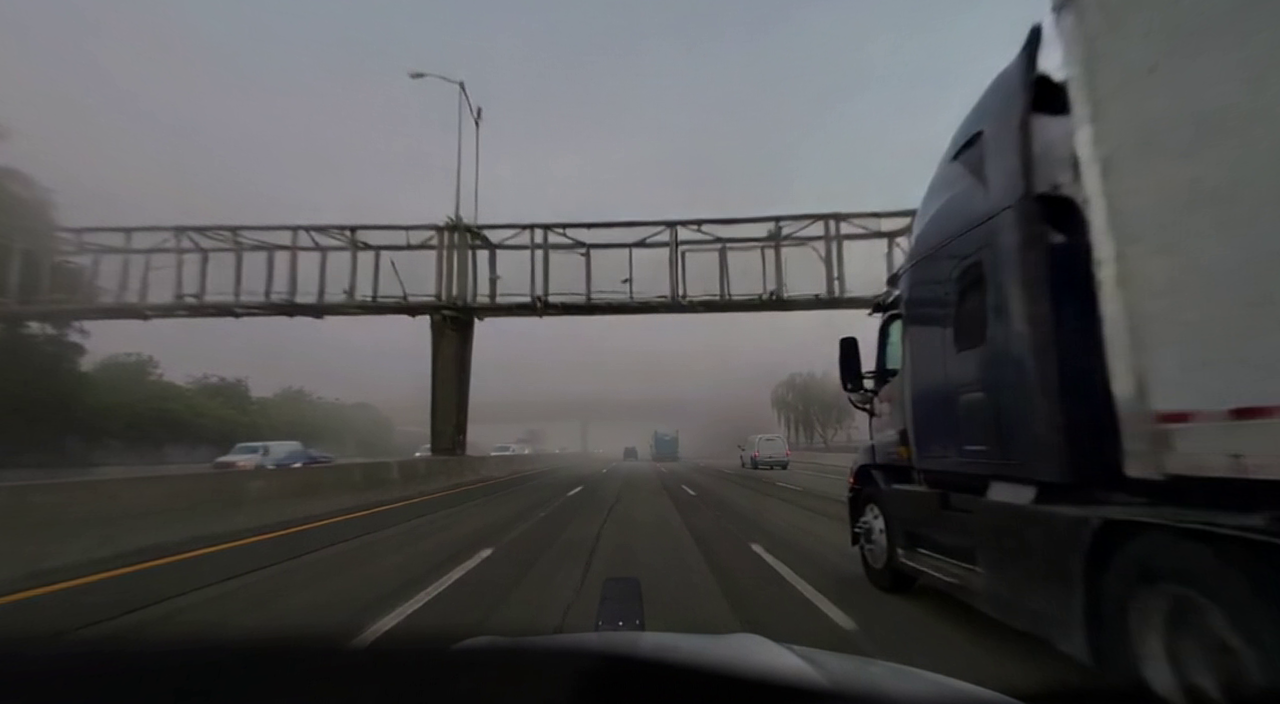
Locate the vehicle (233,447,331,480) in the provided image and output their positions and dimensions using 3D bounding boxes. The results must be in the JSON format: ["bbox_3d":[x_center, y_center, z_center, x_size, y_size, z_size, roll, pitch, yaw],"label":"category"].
[{"bbox_3d":[-18.176,5.674,32.442,2.085,1.544,4.950,0,-9,1],"label":"vehicle"}]

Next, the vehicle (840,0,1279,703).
[{"bbox_3d":[3.335,-0.348,1.700,3.210,4.239,7.307,0,-9,1],"label":"vehicle"}]
